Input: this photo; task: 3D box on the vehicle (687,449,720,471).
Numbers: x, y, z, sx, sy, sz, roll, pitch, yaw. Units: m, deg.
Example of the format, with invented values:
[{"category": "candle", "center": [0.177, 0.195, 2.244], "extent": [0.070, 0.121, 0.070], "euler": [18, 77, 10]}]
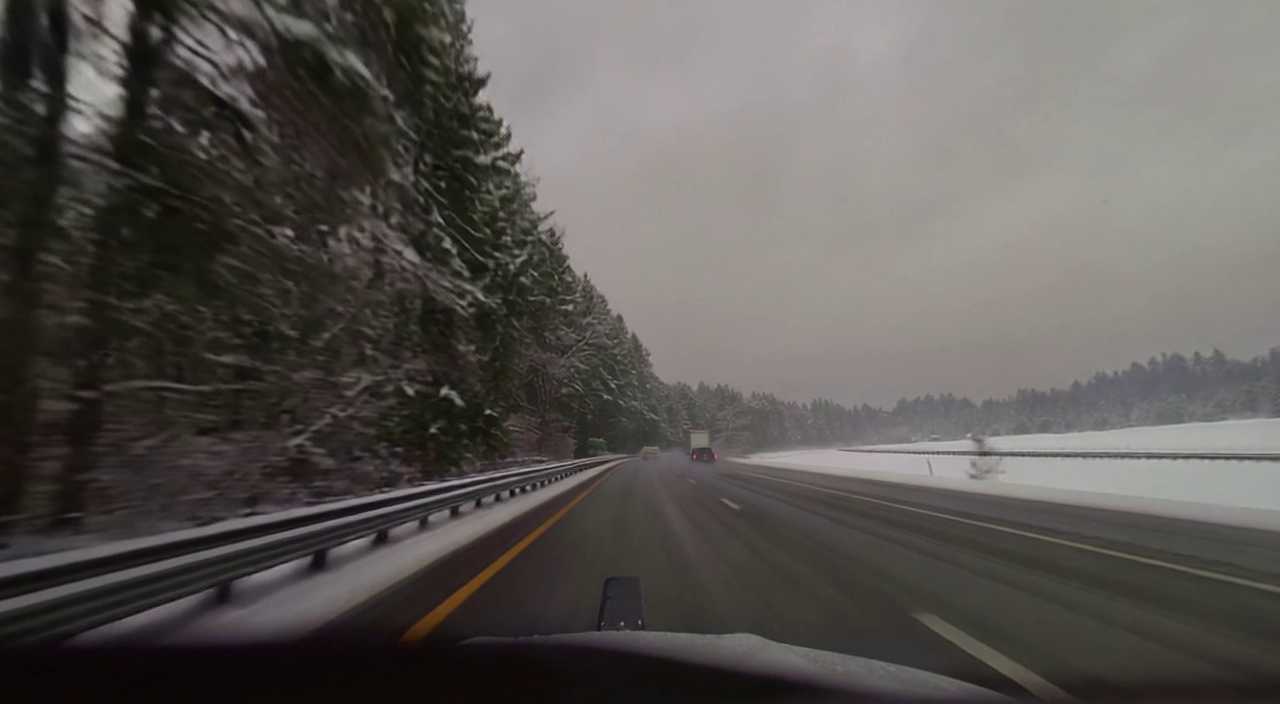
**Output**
[{"category": "vehicle", "center": [4.471, 7.645, 44.714], "extent": [1.846, 1.485, 3.679], "euler": [0, -9, -1]}]

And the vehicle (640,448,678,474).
[{"category": "vehicle", "center": [1.121, 6.775, 39.232], "extent": [2.162, 1.492, 3.975], "euler": [0, -9, 0]}]
